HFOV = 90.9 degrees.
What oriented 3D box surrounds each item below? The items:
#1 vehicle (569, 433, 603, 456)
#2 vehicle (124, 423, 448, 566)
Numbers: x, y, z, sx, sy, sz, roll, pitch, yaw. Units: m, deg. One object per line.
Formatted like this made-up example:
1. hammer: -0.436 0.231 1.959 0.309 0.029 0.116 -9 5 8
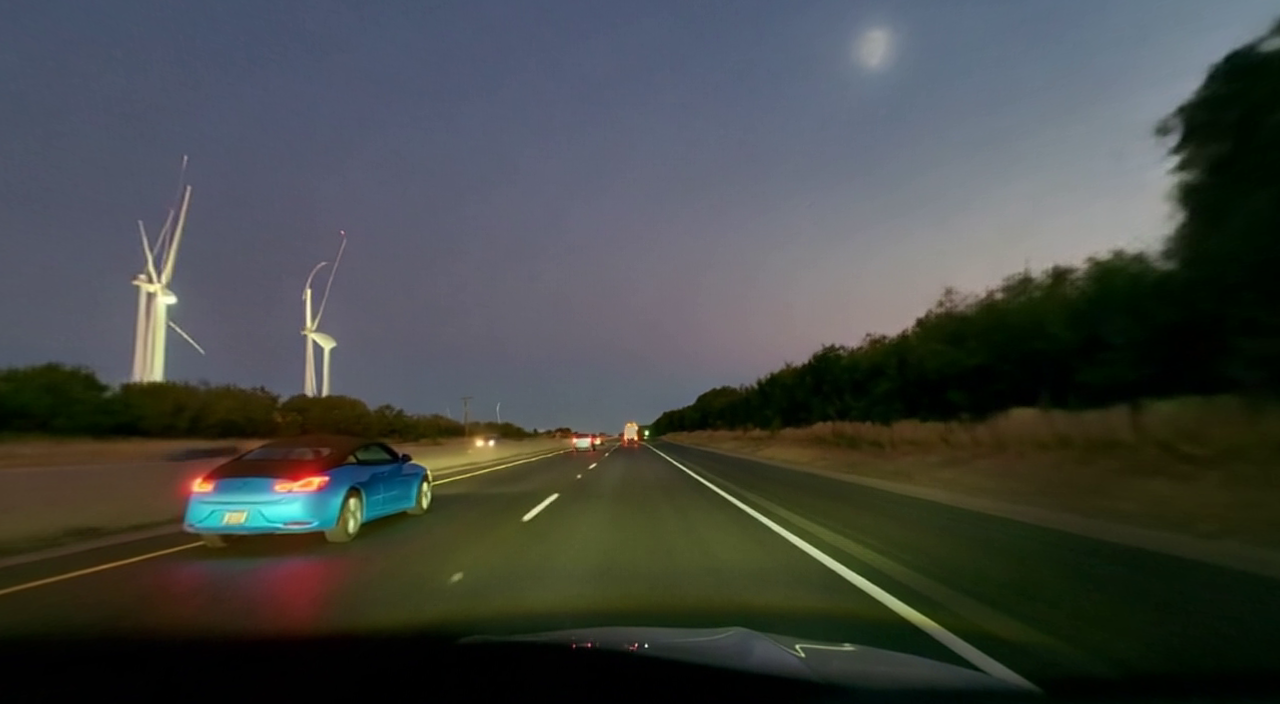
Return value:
1. vehicle: -3.535 6.159 41.939 2.024 1.456 3.754 0 -8 -2
2. vehicle: -4.192 1.718 8.457 1.969 1.413 4.194 0 -8 -1
